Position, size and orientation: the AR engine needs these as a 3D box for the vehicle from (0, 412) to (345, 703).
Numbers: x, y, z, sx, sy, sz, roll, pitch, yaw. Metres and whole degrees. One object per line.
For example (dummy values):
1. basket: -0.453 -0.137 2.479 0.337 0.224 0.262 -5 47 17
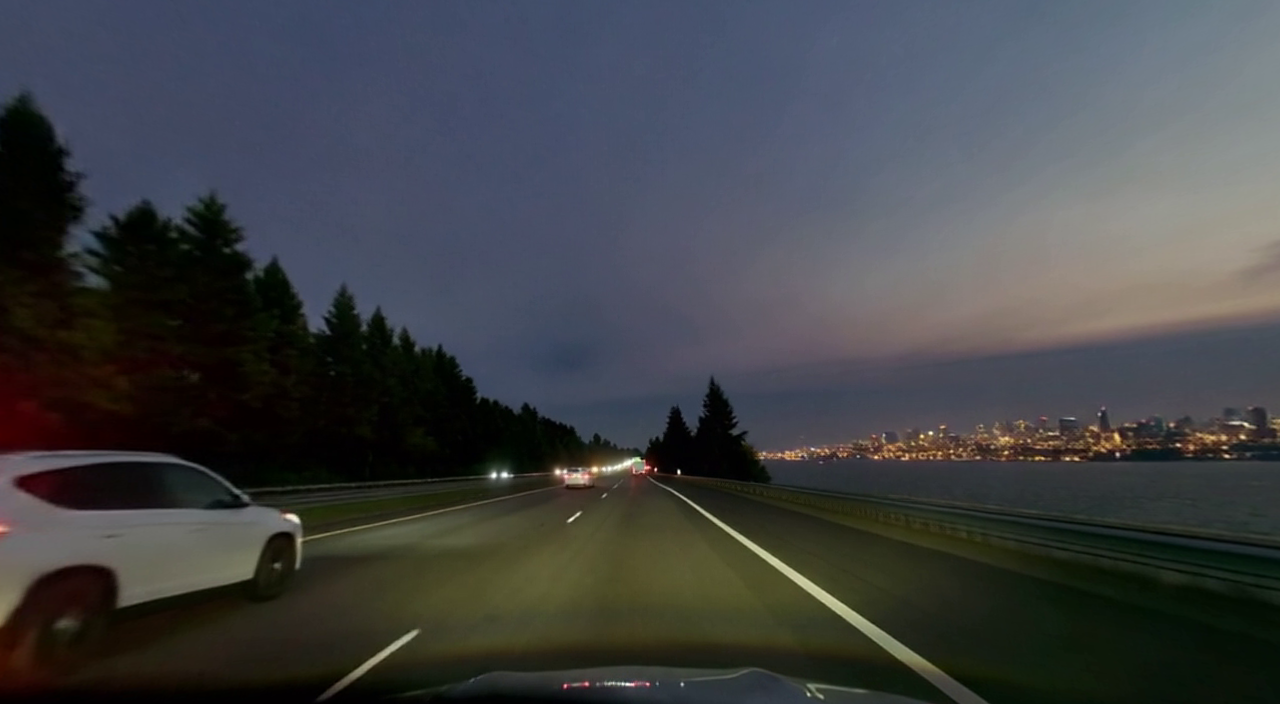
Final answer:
1. vehicle: -4.307 1.319 4.577 2.040 1.525 4.603 1 -11 0

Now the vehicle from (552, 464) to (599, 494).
1. vehicle: -3.482 6.981 34.808 2.006 1.516 4.820 1 -11 0
